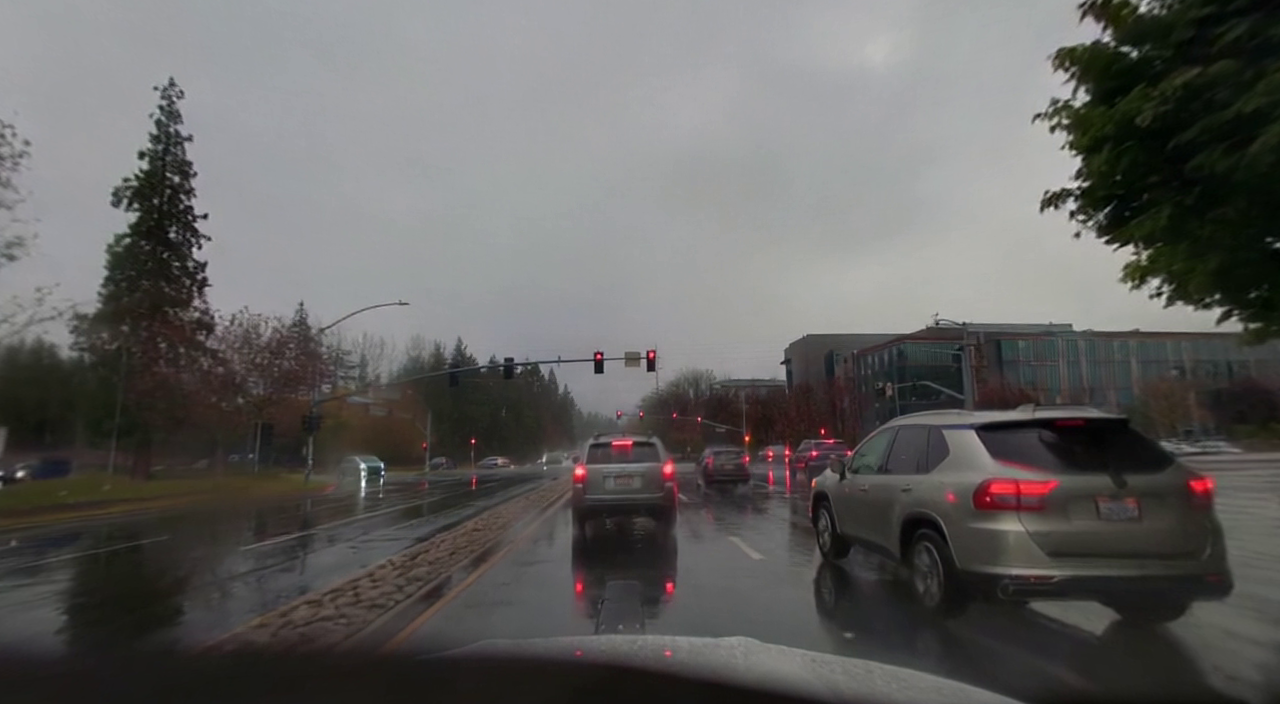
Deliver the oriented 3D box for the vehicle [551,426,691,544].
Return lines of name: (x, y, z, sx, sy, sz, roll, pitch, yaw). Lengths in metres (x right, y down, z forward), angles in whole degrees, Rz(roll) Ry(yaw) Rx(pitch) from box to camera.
vehicle: (-0.328, 2.251, 11.333, 2.039, 1.698, 4.144, 0, -9, -1)

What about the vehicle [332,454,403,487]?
vehicle: (-17.853, 7.663, 41.263, 4.905, 1.949, 2.354, -8, -11, 42)

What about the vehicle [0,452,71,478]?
vehicle: (-40.807, 7.500, 42.181, 1.742, 1.526, 4.004, -1, -8, 3)

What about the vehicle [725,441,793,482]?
vehicle: (5.574, 5.198, 30.375, 2.049, 1.743, 5.146, 0, -9, -3)

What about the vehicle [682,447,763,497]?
vehicle: (2.596, 3.873, 20.903, 1.900, 1.459, 4.260, 0, -9, -3)

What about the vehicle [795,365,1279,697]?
vehicle: (3.132, 1.289, 5.714, 2.228, 1.798, 4.370, 0, -9, -1)
